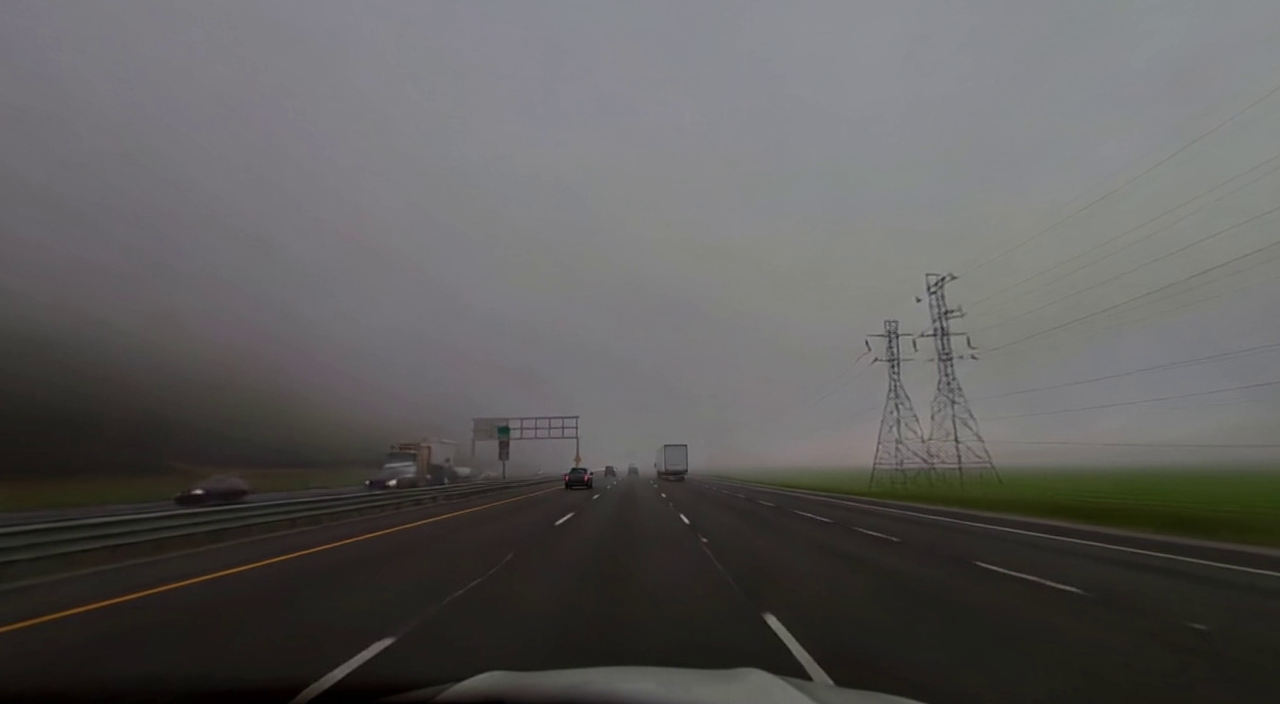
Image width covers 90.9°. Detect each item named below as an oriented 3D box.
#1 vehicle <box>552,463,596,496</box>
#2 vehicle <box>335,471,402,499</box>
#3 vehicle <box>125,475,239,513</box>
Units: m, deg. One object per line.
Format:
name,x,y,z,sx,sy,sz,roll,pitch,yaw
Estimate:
vehicle,-3.532,6.914,34.328,1.942,1.597,3.943,1,-11,0
vehicle,-15.635,7.679,36.550,1.869,1.466,4.440,1,-11,0
vehicle,-19.497,6.039,27.052,1.770,1.409,4.105,1,-11,0
